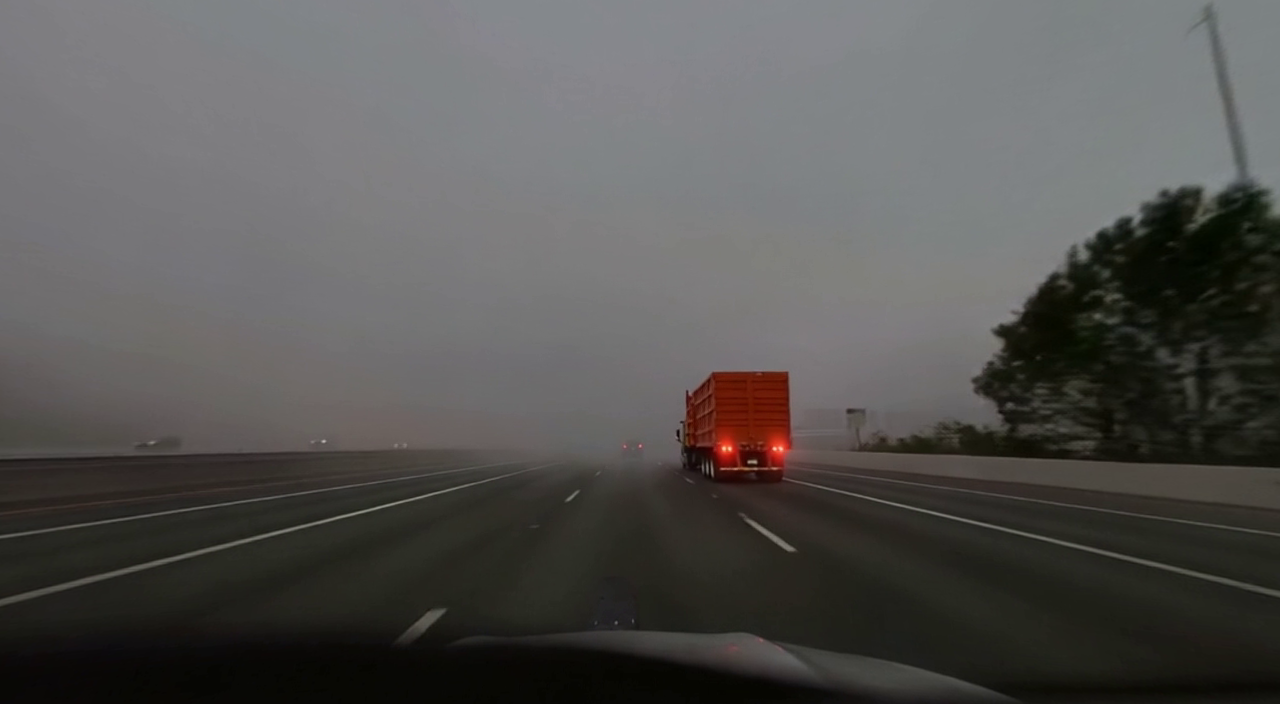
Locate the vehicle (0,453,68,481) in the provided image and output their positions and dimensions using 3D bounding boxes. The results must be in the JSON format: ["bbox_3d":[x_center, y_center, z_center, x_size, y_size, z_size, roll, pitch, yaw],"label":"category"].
[{"bbox_3d":[-34.180,6.250,34.494,1.746,1.446,4.326,0,-9,0],"label":"vehicle"}]

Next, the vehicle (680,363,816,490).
[{"bbox_3d":[3.372,2.898,23.208,2.966,3.586,10.563,0,-9,-1],"label":"vehicle"}]
